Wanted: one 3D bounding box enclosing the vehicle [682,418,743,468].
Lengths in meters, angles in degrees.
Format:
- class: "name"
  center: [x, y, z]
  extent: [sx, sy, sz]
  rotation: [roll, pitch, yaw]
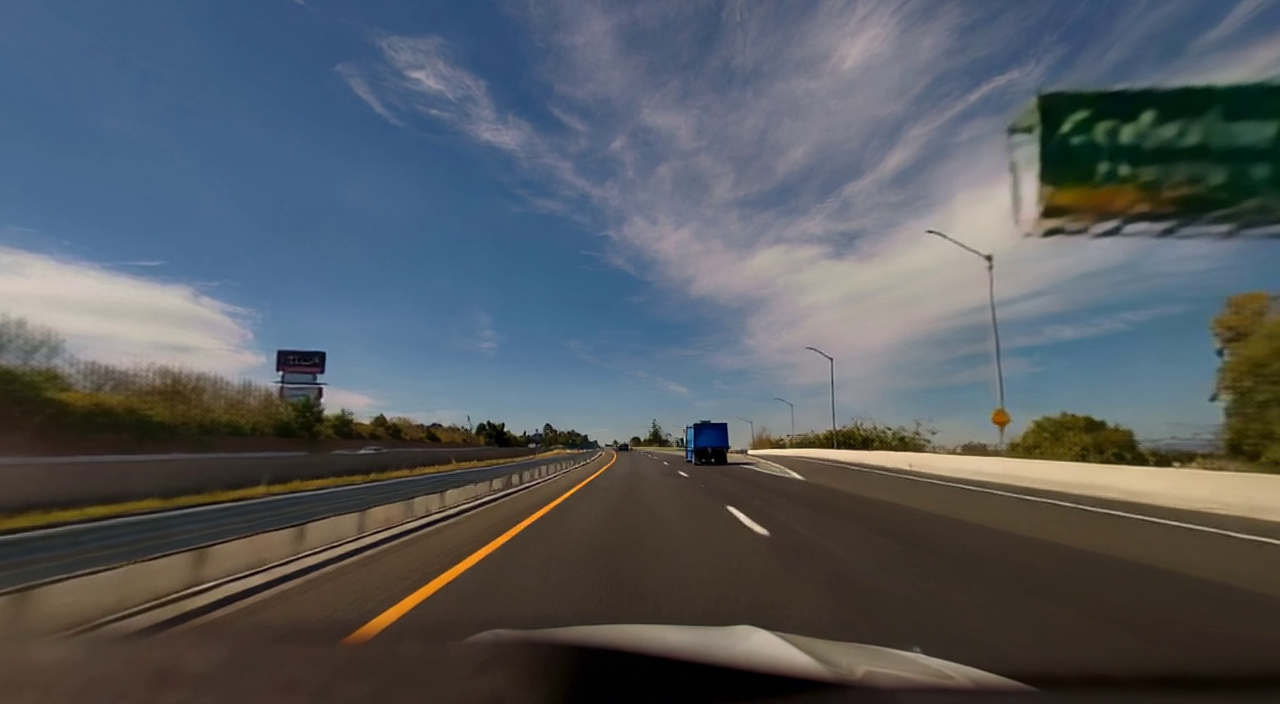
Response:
- class: "vehicle"
  center: [3.822, 5.016, 34.689]
  extent: [2.430, 2.495, 6.062]
  rotation: [0, -8, -2]
